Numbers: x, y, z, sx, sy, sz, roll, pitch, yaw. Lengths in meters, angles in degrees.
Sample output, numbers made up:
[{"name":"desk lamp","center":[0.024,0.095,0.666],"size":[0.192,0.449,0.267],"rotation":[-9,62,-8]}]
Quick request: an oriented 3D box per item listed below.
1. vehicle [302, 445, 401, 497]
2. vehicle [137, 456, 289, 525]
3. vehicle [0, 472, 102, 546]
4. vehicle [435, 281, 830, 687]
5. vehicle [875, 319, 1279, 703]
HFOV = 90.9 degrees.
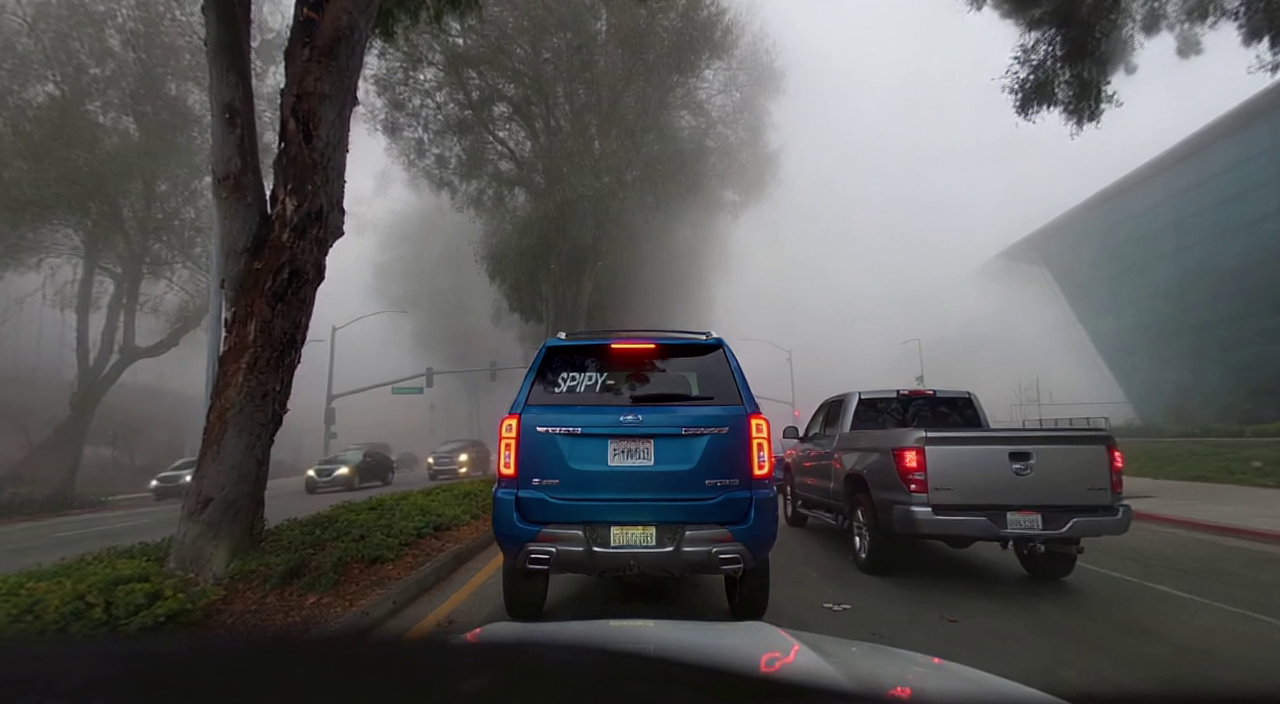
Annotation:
[{"name":"vehicle","center":[-12.506,5.148,27.753],"size":[2.111,1.917,4.758],"rotation":[-4,-9,1]},{"name":"vehicle","center":[-16.220,5.214,24.374],"size":[2.637,2.293,4.494],"rotation":[0,-8,0]},{"name":"vehicle","center":[-17.068,3.993,15.928],"size":[2.317,1.711,4.837],"rotation":[-1,-9,8]},{"name":"vehicle","center":[0.013,1.055,5.942],"size":[2.267,2.372,4.366],"rotation":[0,-8,2]},{"name":"vehicle","center":[3.086,0.986,3.497],"size":[2.022,1.700,4.410],"rotation":[0,-8,3]}]
